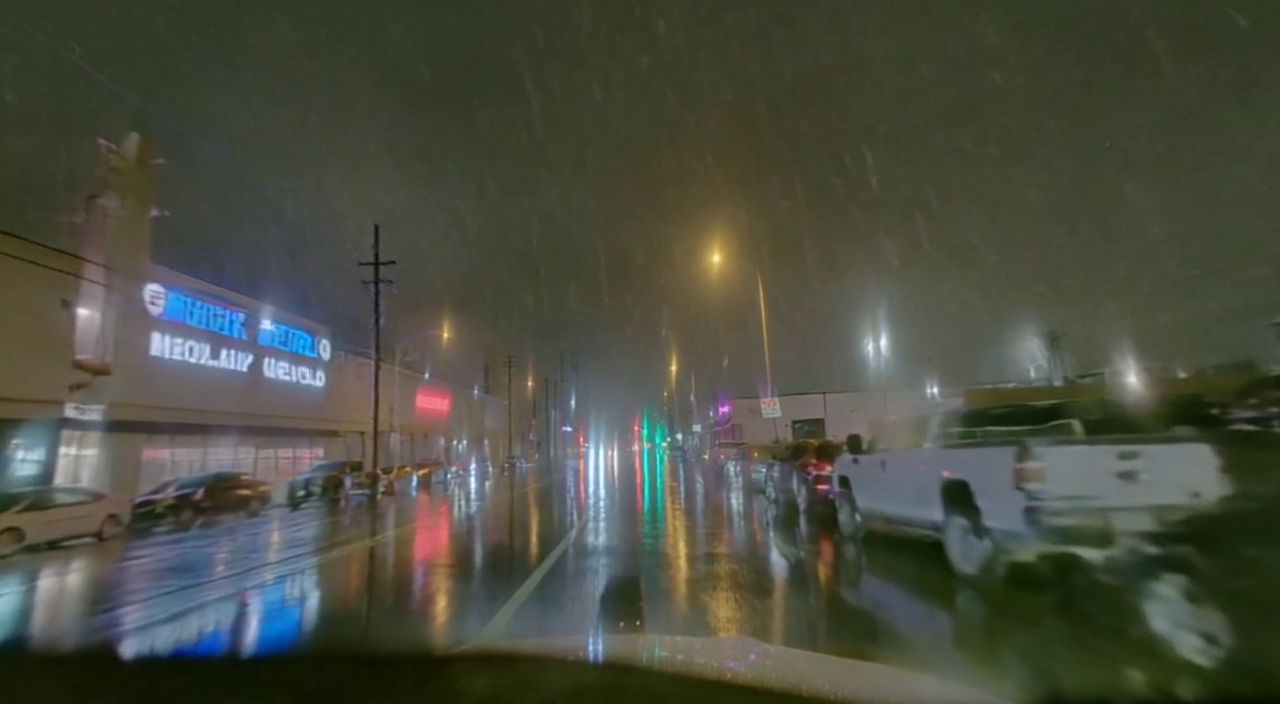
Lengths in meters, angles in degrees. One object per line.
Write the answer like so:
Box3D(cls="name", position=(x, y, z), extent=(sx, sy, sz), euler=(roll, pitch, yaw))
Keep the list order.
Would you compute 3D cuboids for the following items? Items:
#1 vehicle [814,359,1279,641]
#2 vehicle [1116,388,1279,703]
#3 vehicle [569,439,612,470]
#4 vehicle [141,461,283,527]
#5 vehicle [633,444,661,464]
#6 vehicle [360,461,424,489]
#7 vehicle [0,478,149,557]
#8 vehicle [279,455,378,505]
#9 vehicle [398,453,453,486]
Box3D(cls="vehicle", position=(3.780, 1.354, 6.829), extent=(2.180, 1.847, 5.196), euler=(0, -9, -2))
Box3D(cls="vehicle", position=(3.789, 0.706, 1.404), extent=(1.839, 1.505, 4.566), euler=(0, -9, -1))
Box3D(cls="vehicle", position=(-3.118, 6.613, 40.871), extent=(2.348, 1.831, 4.737), euler=(0, -8, 1))
Box3D(cls="vehicle", position=(-15.138, 4.984, 22.715), extent=(2.020, 1.695, 4.629), euler=(-6, -8, -2))
Box3D(cls="vehicle", position=(0.497, 7.996, 49.843), extent=(2.099, 1.470, 4.270), euler=(0, -8, 0))
Box3D(cls="vehicle", position=(-15.001, 7.440, 38.434), extent=(2.049, 1.496, 4.338), euler=(-1, -8, 1))
Box3D(cls="vehicle", position=(-15.256, 4.052, 15.735), extent=(2.076, 1.518, 4.981), euler=(-1, -8, 0))
Box3D(cls="vehicle", position=(-15.215, 6.218, 31.250), extent=(2.124, 1.835, 5.450), euler=(-6, -8, 0))
Box3D(cls="vehicle", position=(-14.871, 8.122, 43.994), extent=(2.081, 1.791, 4.799), euler=(-6, -7, -1))
